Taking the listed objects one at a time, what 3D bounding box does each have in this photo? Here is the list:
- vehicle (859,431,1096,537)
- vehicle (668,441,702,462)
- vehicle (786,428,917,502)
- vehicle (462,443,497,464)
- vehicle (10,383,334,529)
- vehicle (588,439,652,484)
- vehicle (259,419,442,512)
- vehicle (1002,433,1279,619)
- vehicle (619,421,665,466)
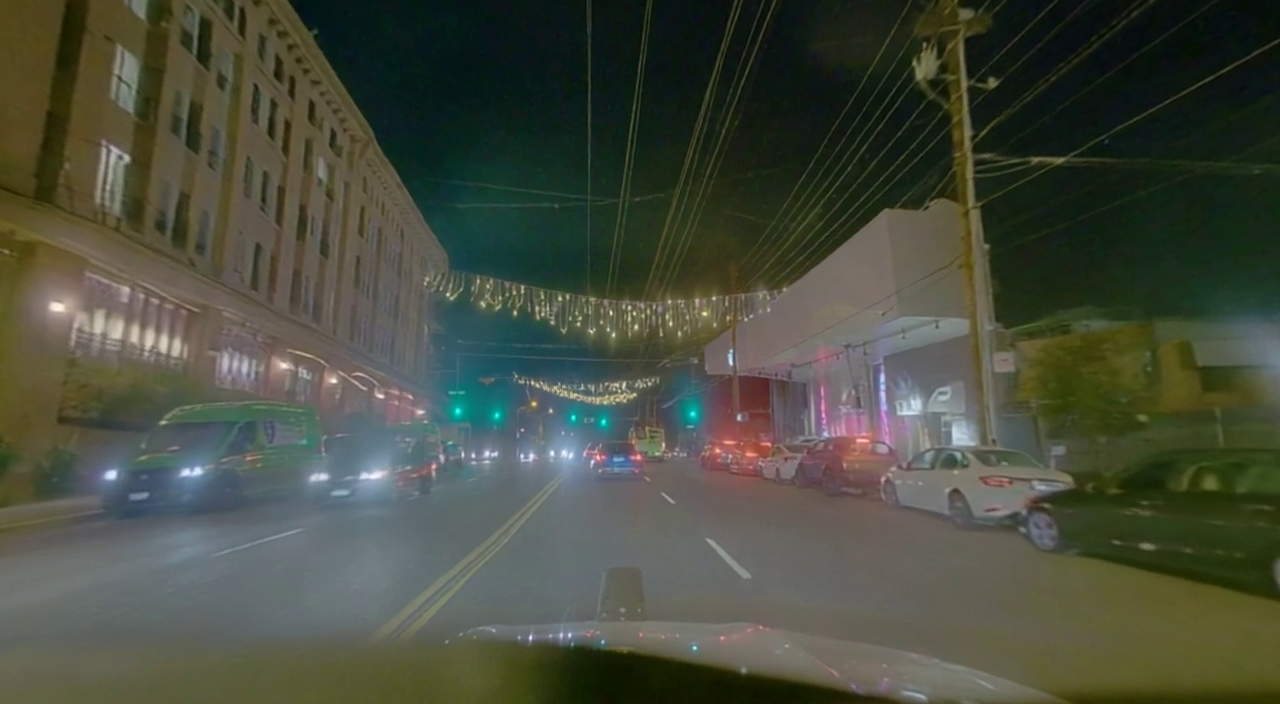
[{"bbox_3d":[5.629,2.203,11.202,1.943,1.507,3.816,0,-8,-3],"label":"vehicle"},{"bbox_3d":[3.314,7.364,47.108,1.824,1.481,4.057,1,-8,-7],"label":"vehicle"},{"bbox_3d":[5.458,2.961,17.016,1.876,1.692,4.492,0,-8,-1],"label":"vehicle"},{"bbox_3d":[-12.581,7.926,49.715,1.962,1.529,4.109,1,-8,-4],"label":"vehicle"},{"bbox_3d":[-9.999,2.340,14.710,2.964,2.597,6.437,0,-8,-5],"label":"vehicle"},{"bbox_3d":[-0.800,3.889,22.887,2.112,1.464,4.411,0,-8,-4],"label":"vehicle"},{"bbox_3d":[-6.912,2.750,15.894,2.456,1.935,4.769,0,-8,-2],"label":"vehicle"},{"bbox_3d":[5.850,1.495,5.970,1.921,1.430,4.455,0,-8,-5],"label":"vehicle"},{"bbox_3d":[0.196,5.857,40.562,2.649,2.583,5.800,-1,-8,3],"label":"vehicle"}]
